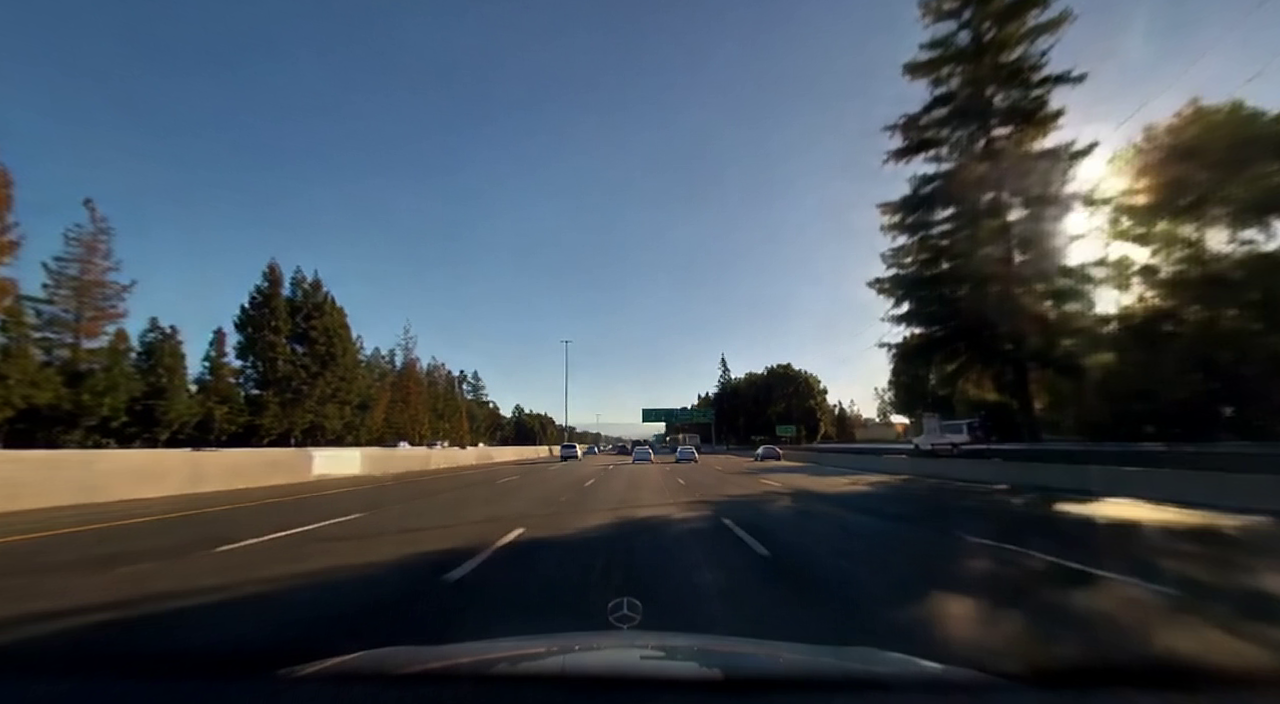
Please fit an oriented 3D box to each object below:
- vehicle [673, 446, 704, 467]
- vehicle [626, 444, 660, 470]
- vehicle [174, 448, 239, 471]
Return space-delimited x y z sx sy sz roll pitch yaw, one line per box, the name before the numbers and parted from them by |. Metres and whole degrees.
vehicle | 3.707 8.007 48.507 2.076 1.506 4.050 0 -9 0
vehicle | 0.191 6.753 40.664 2.066 1.562 4.198 0 -9 0
vehicle | -28.994 7.204 42.254 1.612 1.440 3.712 0 -9 2
